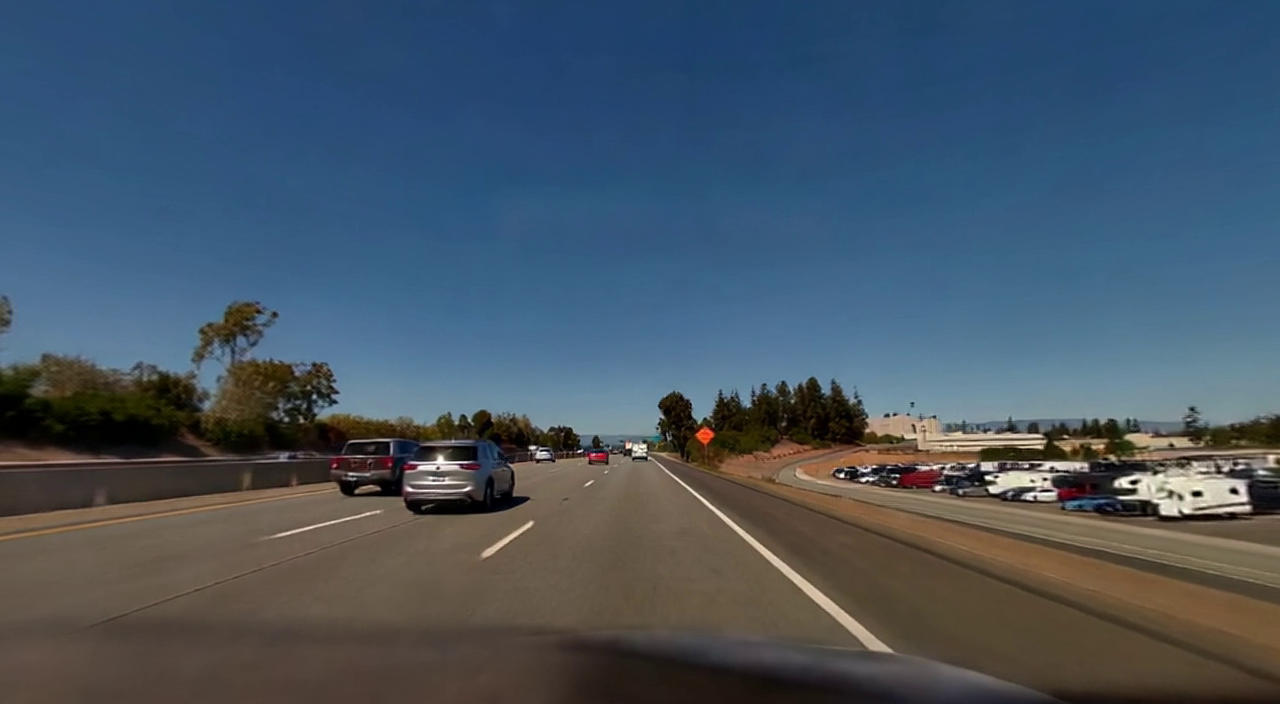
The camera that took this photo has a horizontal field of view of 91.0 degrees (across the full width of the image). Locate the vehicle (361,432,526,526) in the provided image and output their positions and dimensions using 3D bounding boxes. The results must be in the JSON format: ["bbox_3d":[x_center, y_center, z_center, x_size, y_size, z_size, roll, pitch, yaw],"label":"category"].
[{"bbox_3d":[-3.921,2.601,13.484,2.070,1.665,4.213,0,-9,1],"label":"vehicle"}]

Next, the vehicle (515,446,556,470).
[{"bbox_3d":[-7.454,7.615,45.389,2.046,1.644,4.422,0,-9,1],"label":"vehicle"}]
